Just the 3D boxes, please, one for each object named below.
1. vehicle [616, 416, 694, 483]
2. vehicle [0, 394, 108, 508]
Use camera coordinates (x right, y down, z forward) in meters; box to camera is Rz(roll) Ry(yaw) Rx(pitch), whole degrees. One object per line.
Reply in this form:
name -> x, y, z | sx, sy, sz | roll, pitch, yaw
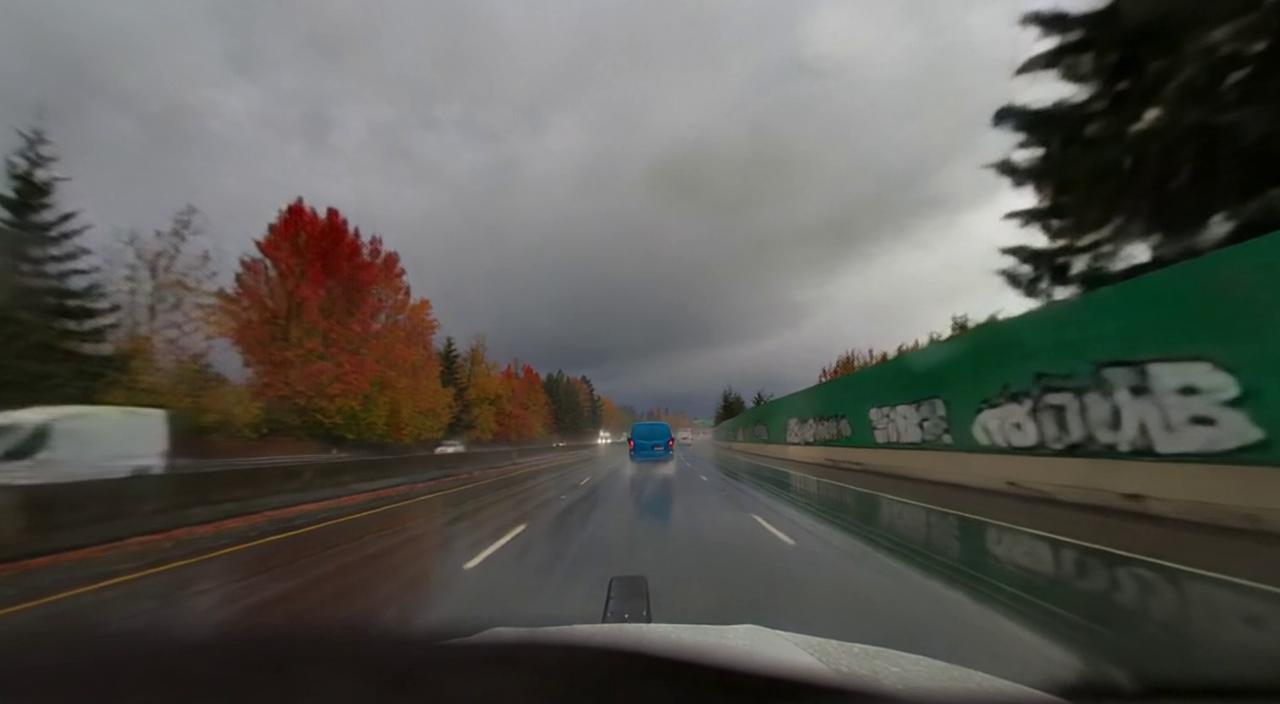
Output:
vehicle -> 0.436, 3.194, 20.835 | 2.283, 1.956, 4.421 | 0, -8, 0
vehicle -> -16.471, 2.357, 14.898 | 2.356, 2.698, 5.982 | 0, -8, 1
